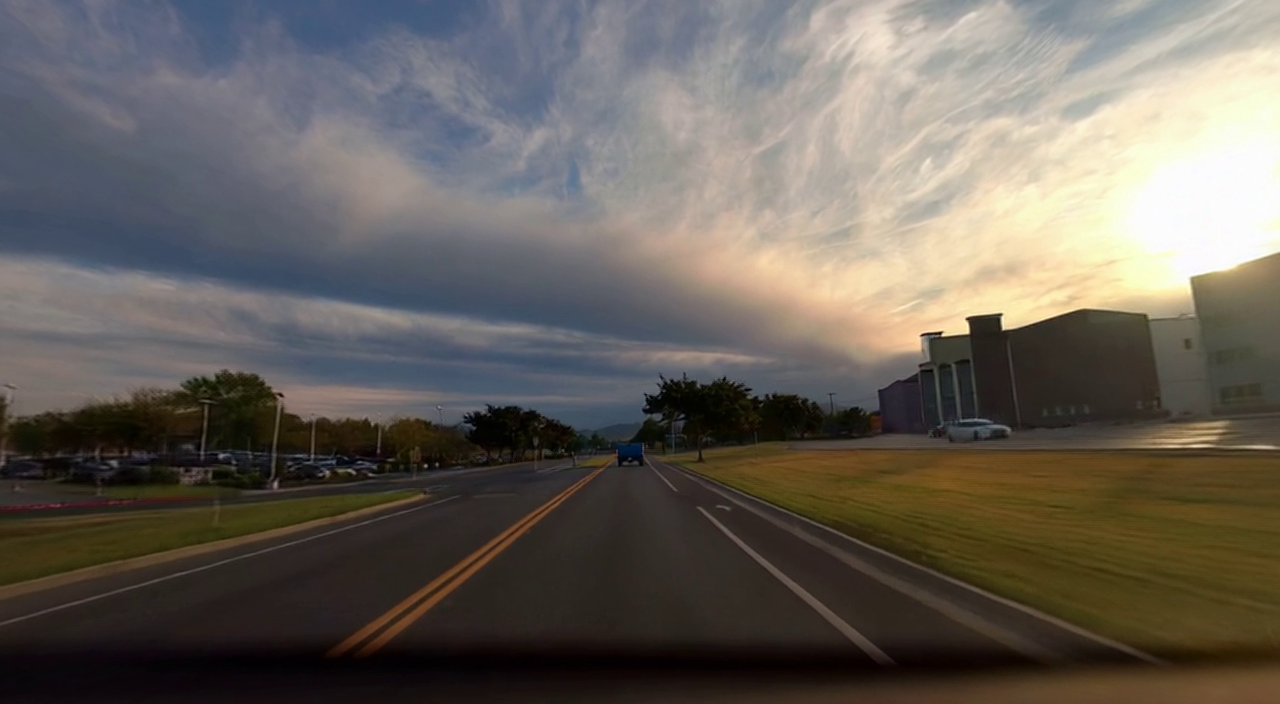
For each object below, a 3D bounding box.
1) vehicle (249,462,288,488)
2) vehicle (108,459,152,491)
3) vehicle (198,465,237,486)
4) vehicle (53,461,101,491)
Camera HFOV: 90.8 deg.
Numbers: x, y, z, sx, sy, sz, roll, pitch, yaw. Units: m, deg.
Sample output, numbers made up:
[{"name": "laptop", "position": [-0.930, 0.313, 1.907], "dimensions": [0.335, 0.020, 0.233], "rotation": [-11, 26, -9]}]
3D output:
[{"name": "vehicle", "position": [-27.909, 9.183, 47.406], "dimensions": [1.930, 1.718, 4.438], "rotation": [6, -11, -36]}, {"name": "vehicle", "position": [-34.597, 8.301, 42.891], "dimensions": [2.050, 1.938, 4.789], "rotation": [7, -11, -38]}, {"name": "vehicle", "position": [-32.110, 9.350, 47.955], "dimensions": [1.747, 1.468, 3.972], "rotation": [7, -13, -42]}, {"name": "vehicle", "position": [-37.910, 8.312, 42.628], "dimensions": [2.047, 1.746, 4.461], "rotation": [7, -11, -38]}]
